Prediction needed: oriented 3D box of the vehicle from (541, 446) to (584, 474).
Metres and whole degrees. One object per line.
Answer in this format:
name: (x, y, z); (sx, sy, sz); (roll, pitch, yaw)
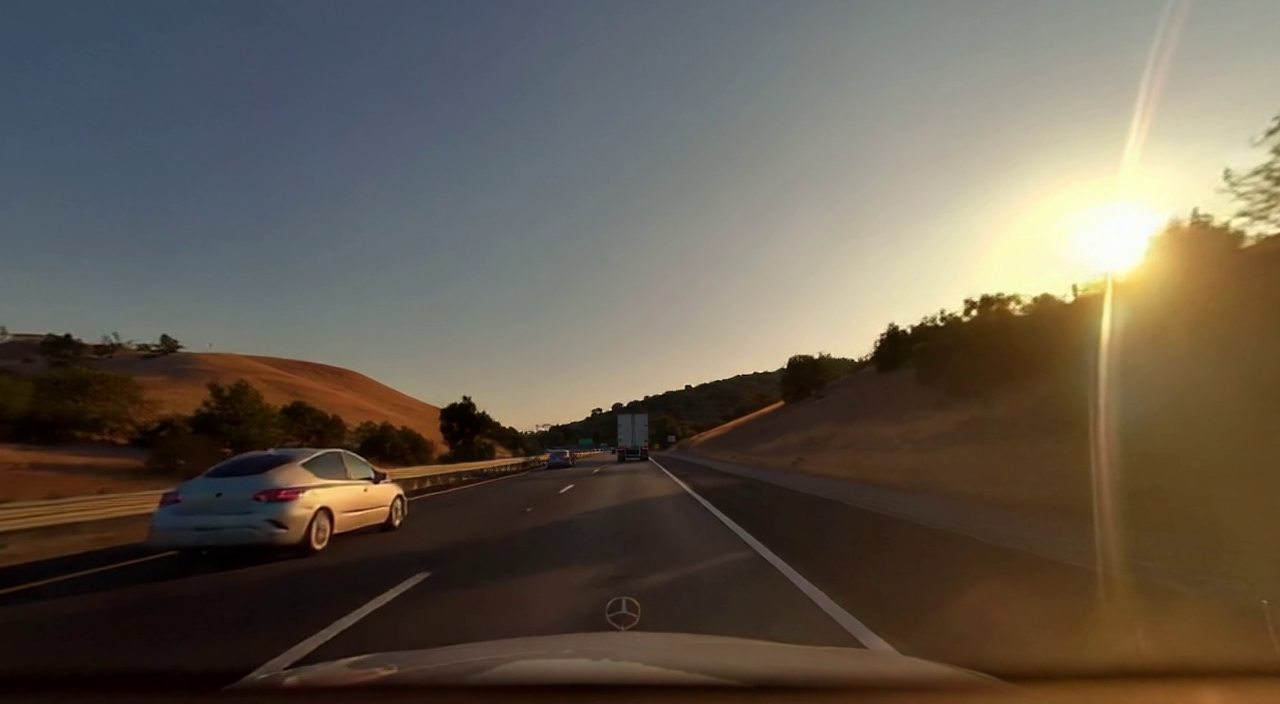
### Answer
vehicle: (-4.426, 6.230, 36.688); (1.978, 1.507, 4.062); (0, -9, 0)

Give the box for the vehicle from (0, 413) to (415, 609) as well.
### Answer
vehicle: (-4.444, 1.653, 7.446); (1.991, 1.618, 4.211); (0, -9, 0)
